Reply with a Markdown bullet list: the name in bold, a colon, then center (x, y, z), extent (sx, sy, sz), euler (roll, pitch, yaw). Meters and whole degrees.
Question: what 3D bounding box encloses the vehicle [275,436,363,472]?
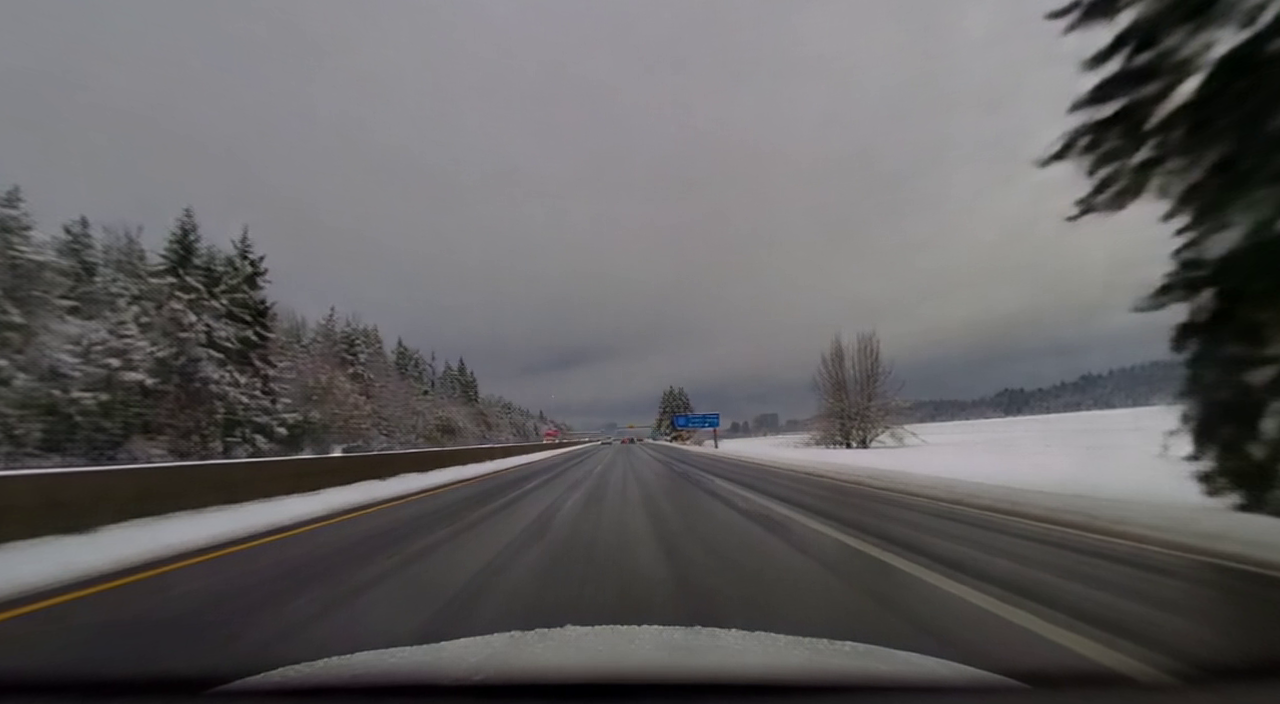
- **vehicle**: center (-16.761, 5.320, 33.175), extent (2.037, 1.742, 4.985), euler (0, -8, 0)
